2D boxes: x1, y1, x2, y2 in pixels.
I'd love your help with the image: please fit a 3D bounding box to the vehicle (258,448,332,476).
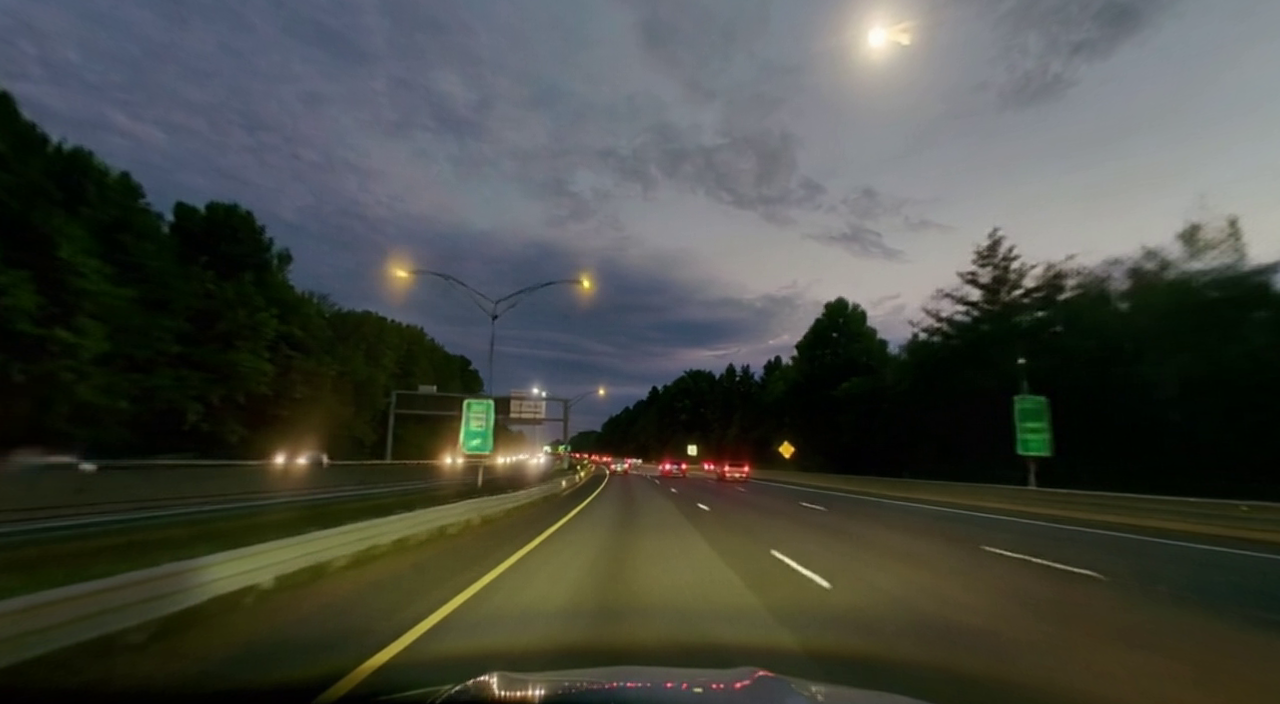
[{"bbox_3d":[-21.922,7.079,40.322,2.151,1.661,4.683,1,-10,-2],"label":"vehicle"}]
